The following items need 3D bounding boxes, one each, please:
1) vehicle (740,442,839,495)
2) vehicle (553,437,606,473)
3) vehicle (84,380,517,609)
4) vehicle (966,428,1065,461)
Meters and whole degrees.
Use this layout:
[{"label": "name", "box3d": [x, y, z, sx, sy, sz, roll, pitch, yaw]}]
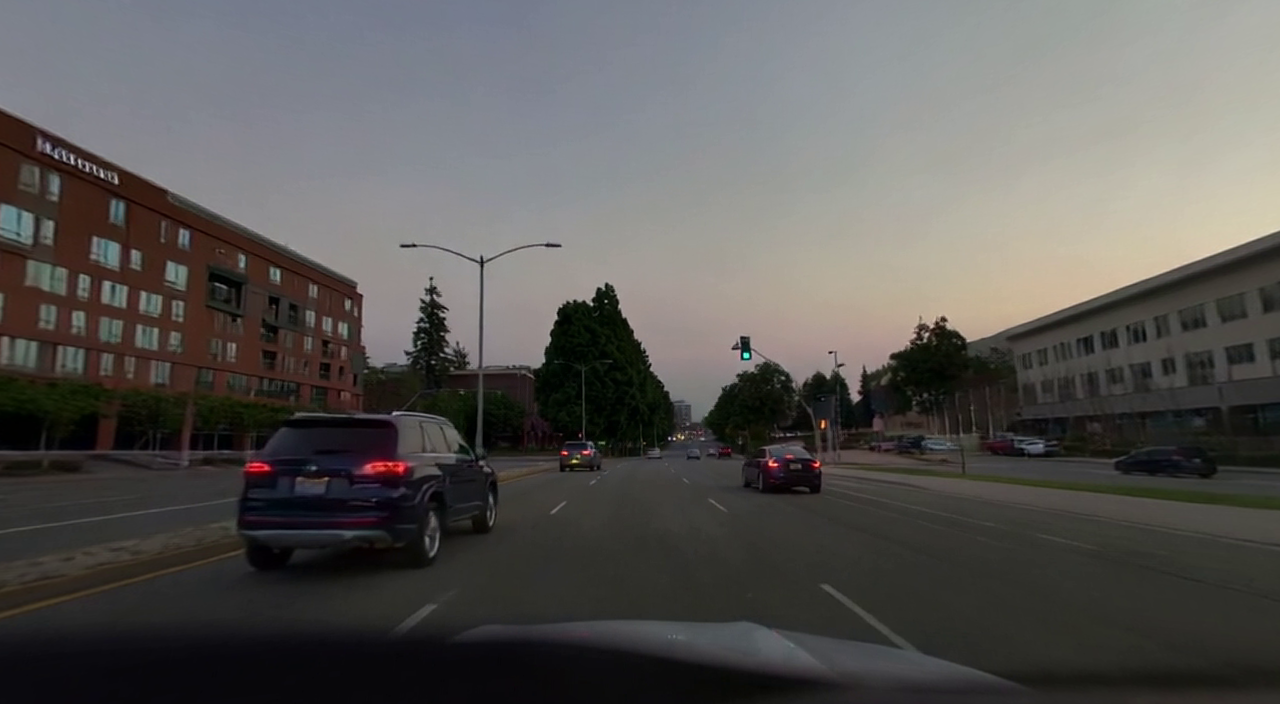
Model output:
[{"label": "vehicle", "box3d": [4.593, 3.651, 20.164, 1.960, 1.471, 4.378, 0, -9, -2]}, {"label": "vehicle", "box3d": [-3.227, 5.659, 34.821, 2.305, 1.833, 4.912, 0, -9, 2]}, {"label": "vehicle", "box3d": [-3.320, 1.570, 7.969, 2.450, 1.866, 5.416, 0, -9, 0]}, {"label": "vehicle", "box3d": [27.799, 6.923, 47.242, 2.943, 2.298, 7.374, 0, -9, 0]}]
